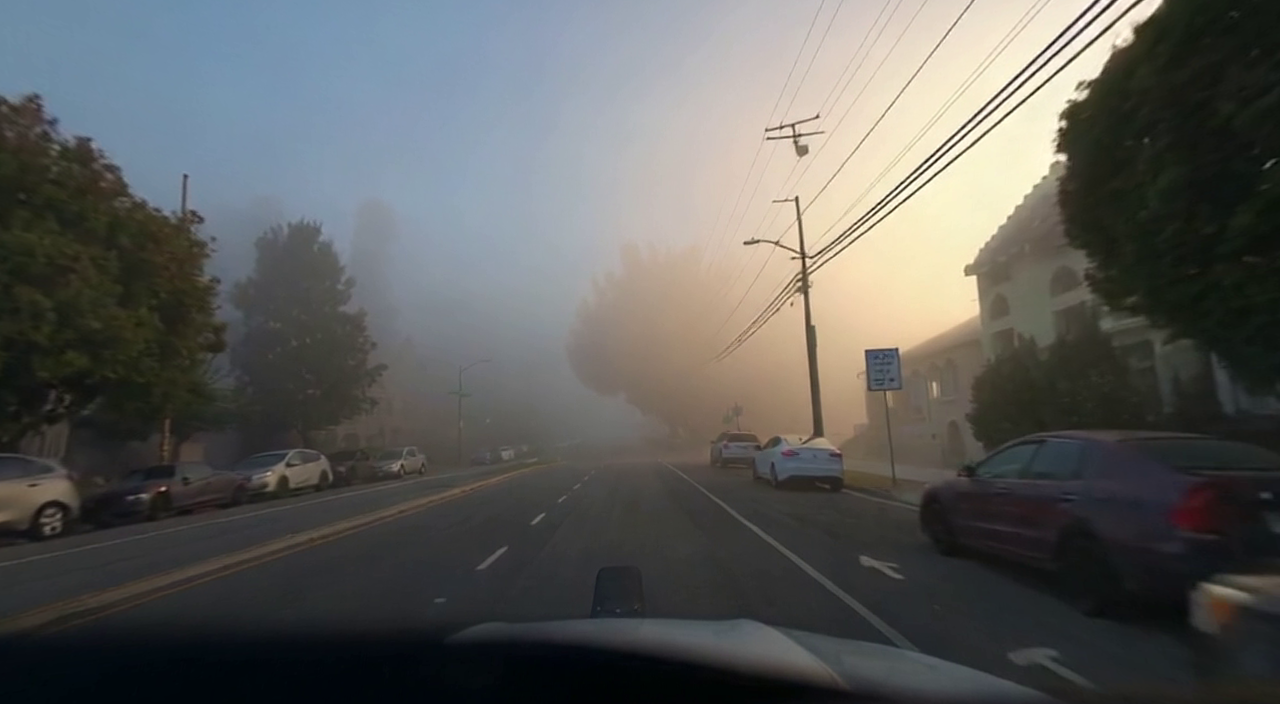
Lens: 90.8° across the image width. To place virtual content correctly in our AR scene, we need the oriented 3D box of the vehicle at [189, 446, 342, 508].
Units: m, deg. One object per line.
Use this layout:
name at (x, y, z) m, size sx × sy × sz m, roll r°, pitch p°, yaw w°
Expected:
vehicle at (-11.035, 3.667, 19.120) m, size 1.955 × 1.522 × 4.759 m, roll 0°, pitch -8°, yaw -3°

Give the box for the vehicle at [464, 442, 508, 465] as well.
vehicle at (-11.472, 7.559, 47.323) m, size 1.970 × 1.523 × 4.702 m, roll -1°, pitch -8°, yaw 2°

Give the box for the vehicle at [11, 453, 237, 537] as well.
vehicle at (-11.177, 3.056, 14.133) m, size 1.689 × 1.461 × 4.008 m, roll 0°, pitch -8°, yaw -1°

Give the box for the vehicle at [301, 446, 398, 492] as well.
vehicle at (-11.021, 4.425, 24.366) m, size 1.804 × 1.513 × 4.450 m, roll 0°, pitch -8°, yaw -2°

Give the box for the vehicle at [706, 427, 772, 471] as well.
vehicle at (4.346, 4.314, 28.469) m, size 2.126 × 1.802 × 4.259 m, roll 0°, pitch -8°, yaw -2°

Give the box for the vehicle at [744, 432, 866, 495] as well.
vehicle at (4.251, 2.919, 17.111) m, size 1.989 × 1.471 × 4.460 m, roll 0°, pitch -8°, yaw -1°

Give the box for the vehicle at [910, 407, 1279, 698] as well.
vehicle at (4.368, 1.353, 5.632) m, size 1.960 × 1.512 × 4.606 m, roll 0°, pitch -8°, yaw 1°
